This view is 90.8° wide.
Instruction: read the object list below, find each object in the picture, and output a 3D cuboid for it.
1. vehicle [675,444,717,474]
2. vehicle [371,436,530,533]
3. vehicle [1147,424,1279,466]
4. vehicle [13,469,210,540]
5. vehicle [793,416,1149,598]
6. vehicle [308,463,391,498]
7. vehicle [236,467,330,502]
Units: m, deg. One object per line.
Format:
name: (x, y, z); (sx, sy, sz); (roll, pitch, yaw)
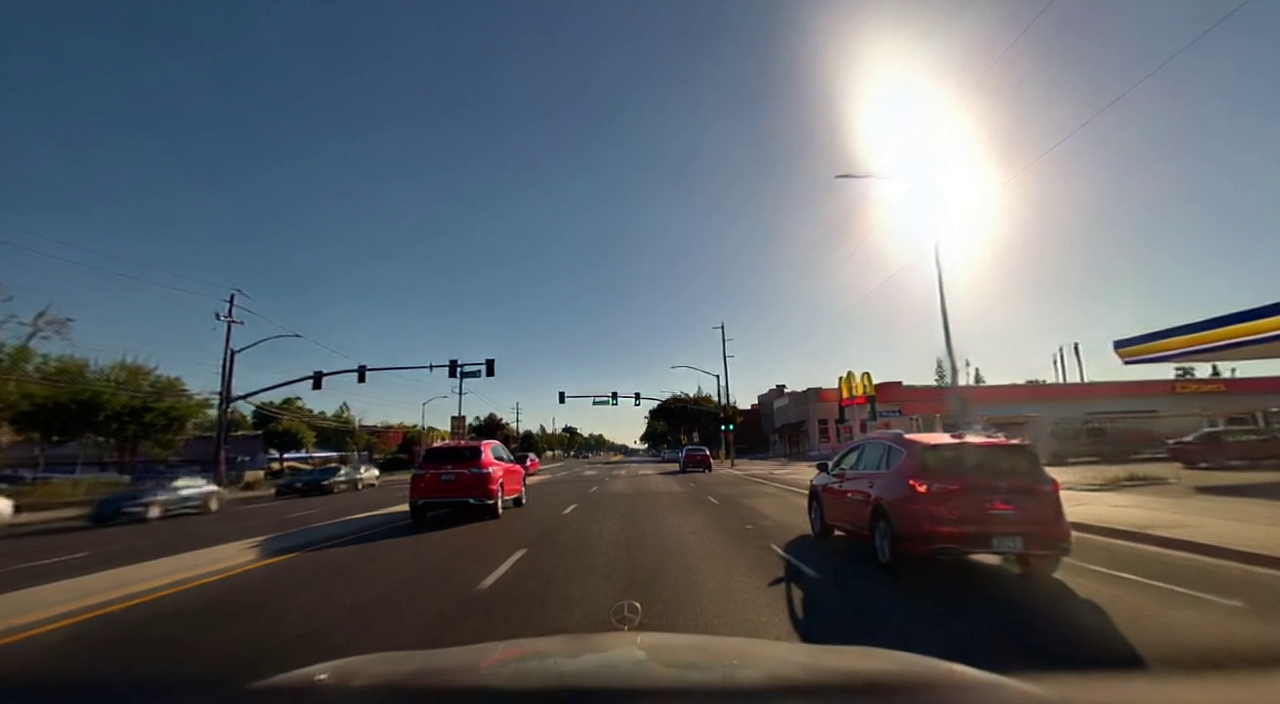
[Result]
vehicle: (3.329, 6.444, 38.308); (2.066, 1.699, 4.419); (0, -9, -1)
vehicle: (-3.572, 2.563, 12.816); (1.935, 1.617, 4.045); (0, -9, 0)
vehicle: (23.015, 3.746, 25.326); (1.821, 1.516, 4.163); (1, -8, -2)
vehicle: (-14.178, 4.058, 17.337); (1.851, 1.540, 4.025); (0, -9, 1)
vehicle: (3.617, 1.769, 8.146); (2.085, 1.655, 4.459); (0, -9, -1)
vehicle: (-14.161, 6.261, 31.156); (1.861, 1.472, 4.543); (0, -9, 1)
vehicle: (-17.666, 6.555, 31.563); (1.968, 1.476, 4.598); (0, -9, 1)
